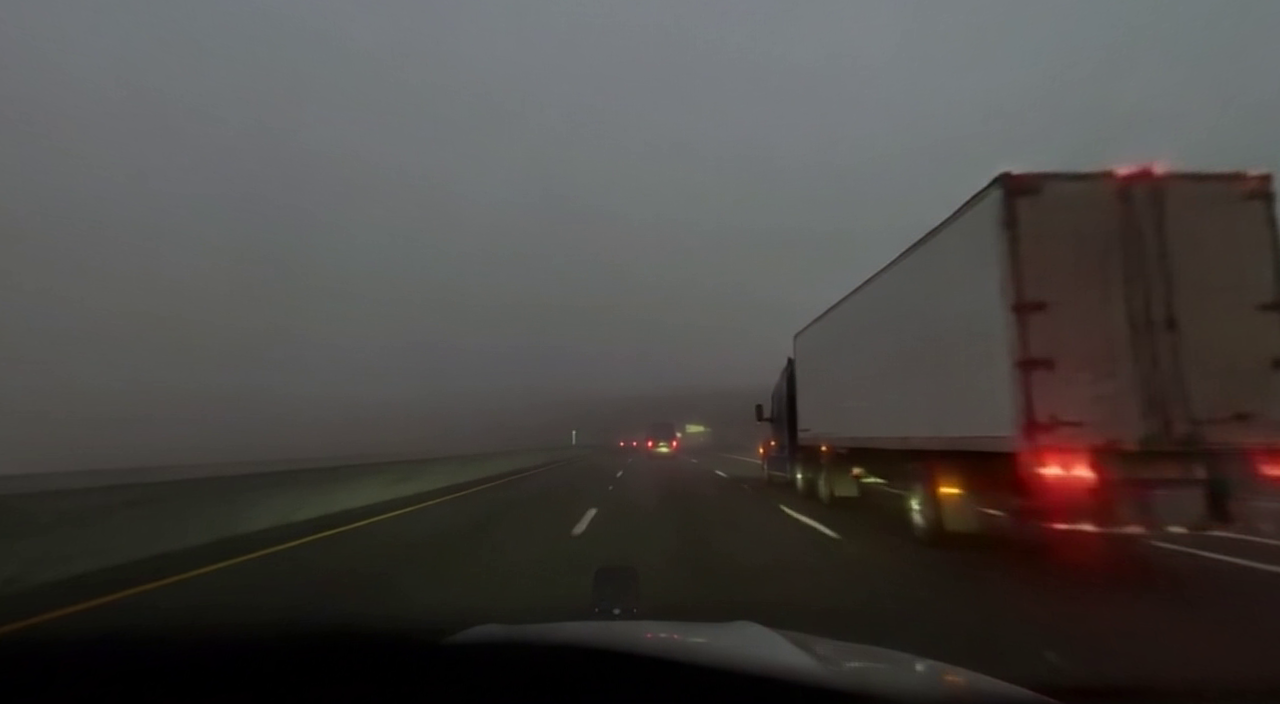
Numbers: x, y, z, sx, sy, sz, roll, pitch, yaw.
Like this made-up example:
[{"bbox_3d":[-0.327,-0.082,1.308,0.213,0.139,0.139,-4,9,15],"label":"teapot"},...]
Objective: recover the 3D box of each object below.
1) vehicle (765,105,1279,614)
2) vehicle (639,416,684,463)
[{"bbox_3d":[4.603,0.719,10.283,2.997,3.983,10.860,1,-8,0],"label":"vehicle"},{"bbox_3d":[1.272,5.402,38.797,2.481,2.618,6.314,-1,-8,1],"label":"vehicle"}]
